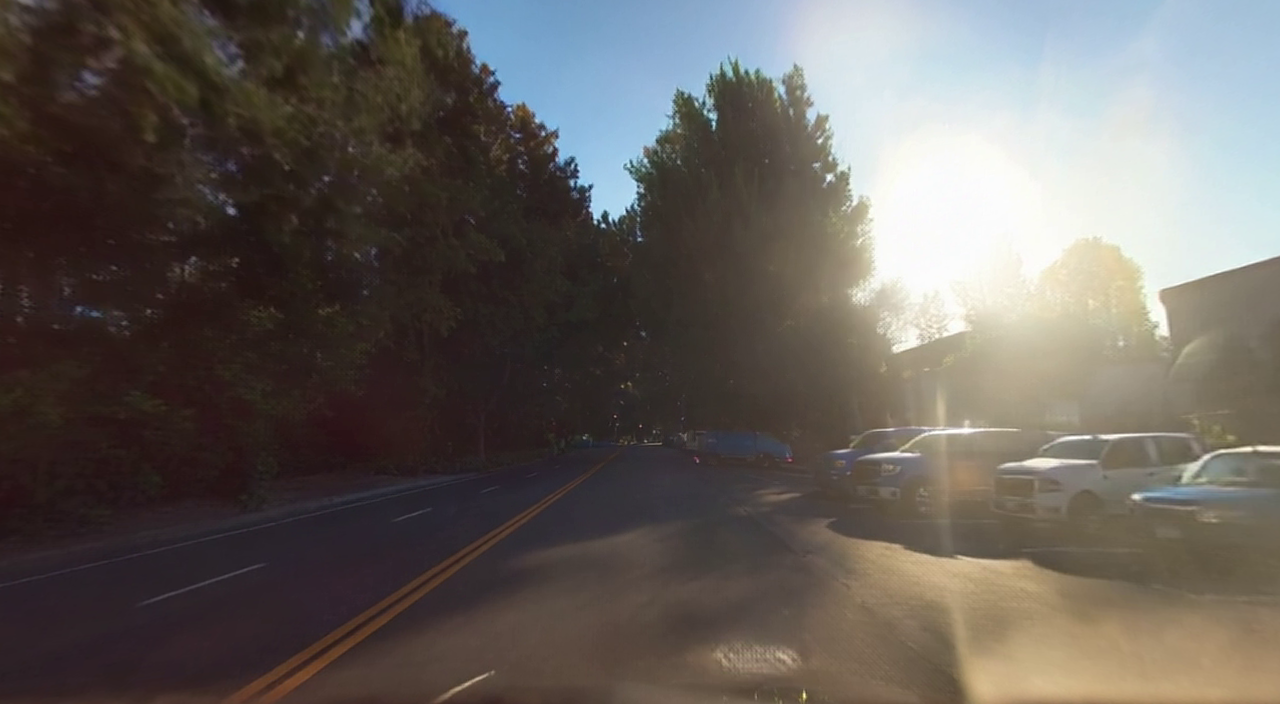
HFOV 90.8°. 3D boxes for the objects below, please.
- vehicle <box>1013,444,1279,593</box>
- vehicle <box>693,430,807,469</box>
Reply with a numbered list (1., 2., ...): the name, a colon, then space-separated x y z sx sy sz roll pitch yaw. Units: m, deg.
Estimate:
1. vehicle: 6.864 1.764 7.202 3.989 1.412 1.931 0 -8 -2
2. vehicle: 6.006 5.402 35.162 5.797 2.070 2.502 0 -8 -1
